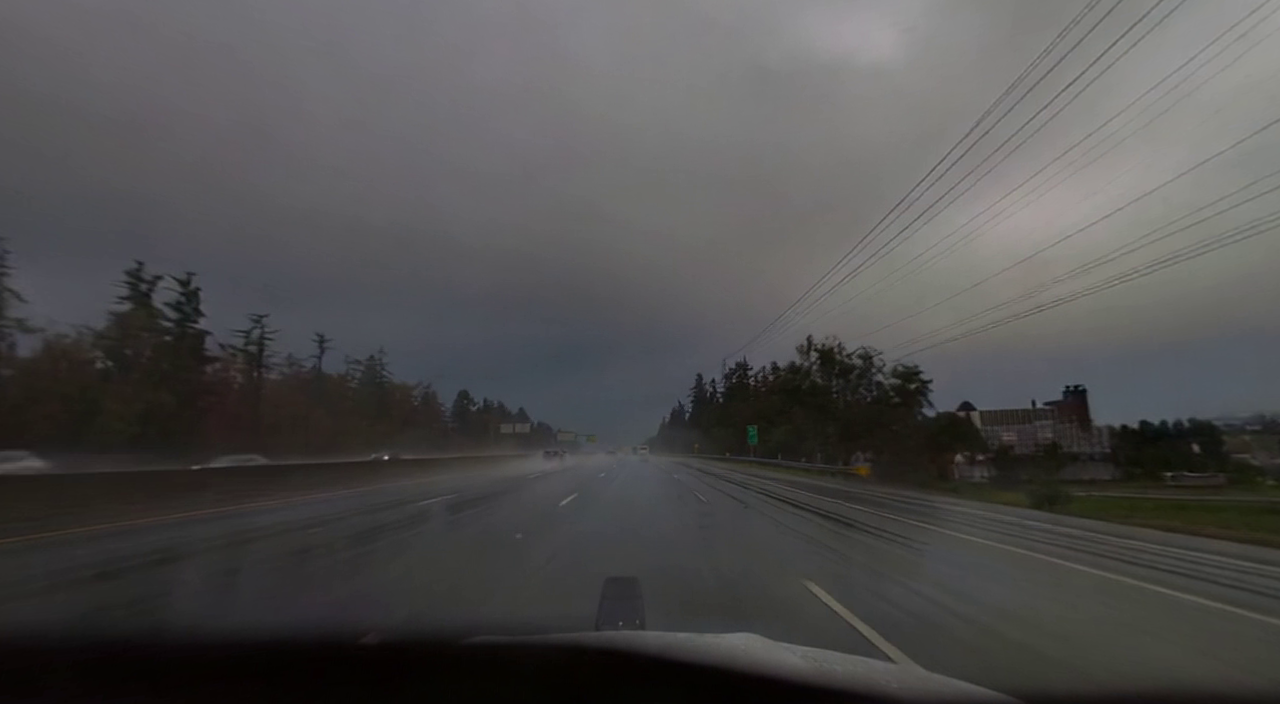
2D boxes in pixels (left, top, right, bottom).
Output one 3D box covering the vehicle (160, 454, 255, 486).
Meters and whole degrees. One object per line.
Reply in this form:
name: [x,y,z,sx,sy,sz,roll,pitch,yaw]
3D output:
vehicle: [-23.334,6.359,34.208,1.895,1.520,4.696,0,-9,-1]
